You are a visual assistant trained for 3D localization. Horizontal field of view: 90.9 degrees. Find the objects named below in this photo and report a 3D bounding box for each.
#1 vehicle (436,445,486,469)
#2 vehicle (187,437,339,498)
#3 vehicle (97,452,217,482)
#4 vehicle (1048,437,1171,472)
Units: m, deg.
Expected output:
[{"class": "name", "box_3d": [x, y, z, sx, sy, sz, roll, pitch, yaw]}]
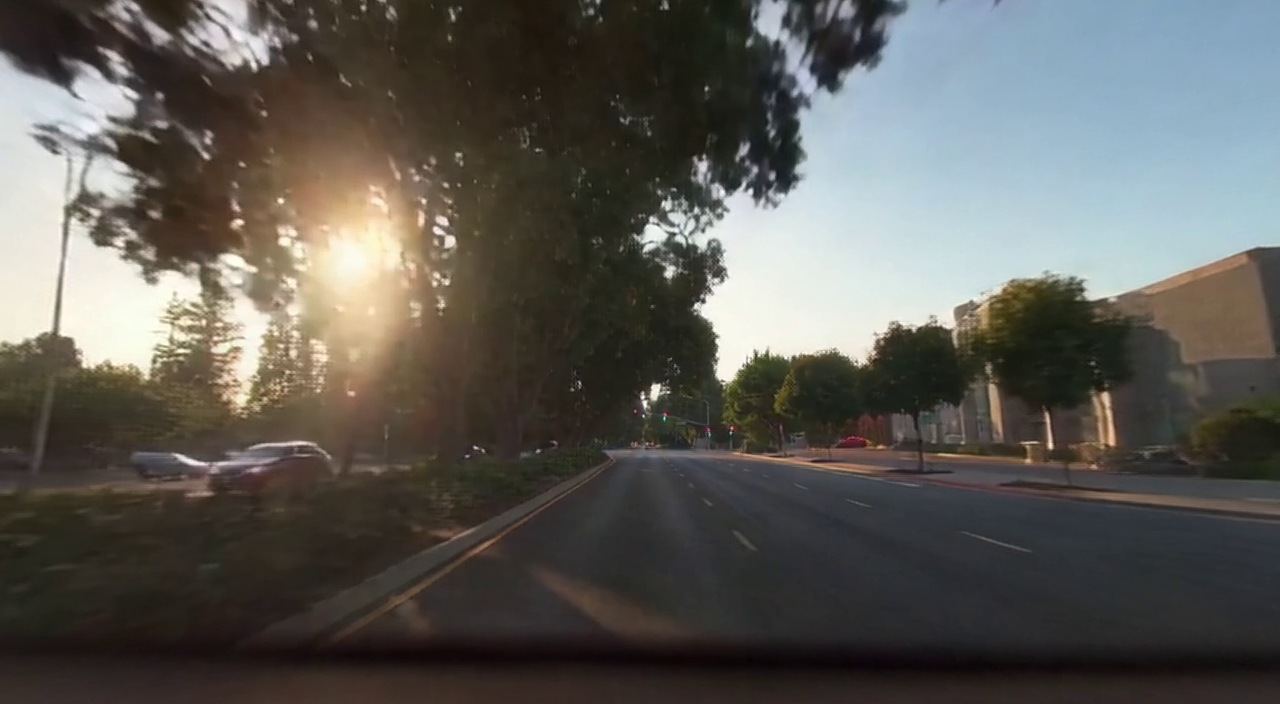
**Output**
[{"class": "vehicle", "box_3d": [-11.365, 6.679, 40.276, 1.816, 1.457, 4.386, 0, -8, 1]}, {"class": "vehicle", "box_3d": [-12.097, 3.701, 20.704, 2.056, 1.763, 4.629, 0, -8, 1]}, {"class": "vehicle", "box_3d": [-25.212, 6.002, 33.036, 4.663, 1.464, 1.906, 0, -8, -1]}, {"class": "vehicle", "box_3d": [21.515, 4.701, 29.003, 4.176, 1.490, 1.871, 0, -8, -3]}]
